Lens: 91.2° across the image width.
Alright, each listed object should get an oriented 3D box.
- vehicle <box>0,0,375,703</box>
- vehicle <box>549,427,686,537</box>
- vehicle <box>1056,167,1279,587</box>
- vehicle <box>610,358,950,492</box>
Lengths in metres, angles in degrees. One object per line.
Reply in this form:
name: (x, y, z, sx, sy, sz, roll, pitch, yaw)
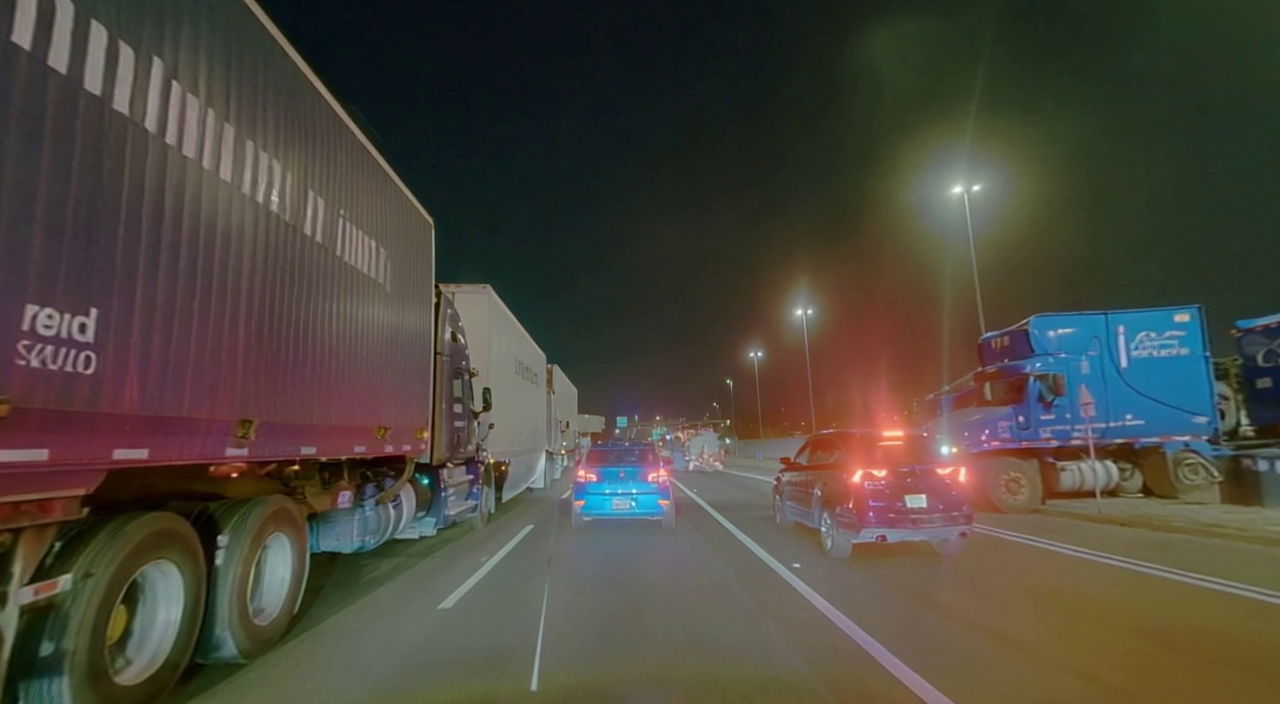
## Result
vehicle: (-3.951, -0.092, 1.318, 2.986, 3.391, 9.523, 0, -9, -3)
vehicle: (-0.388, 2.346, 11.842, 2.140, 1.682, 3.971, 0, -9, -1)
vehicle: (11.170, -0.219, 3.957, 13.564, 4.152, 3.110, -9, -12, 42)
vehicle: (4.478, 3.168, 25.727, 2.877, 4.124, 14.516, 4, -9, -41)
